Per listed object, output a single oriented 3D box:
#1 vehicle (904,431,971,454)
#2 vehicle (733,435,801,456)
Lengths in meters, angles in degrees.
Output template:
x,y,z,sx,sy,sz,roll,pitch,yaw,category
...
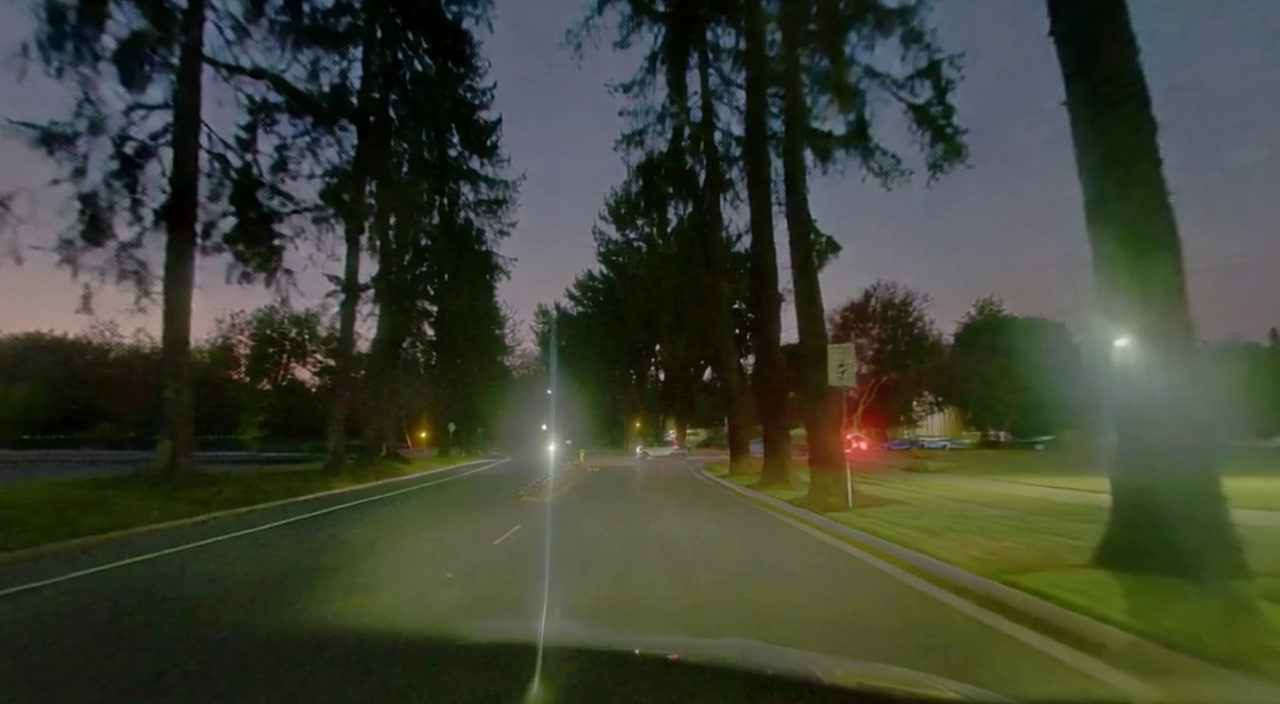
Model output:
x,y,z,sx,sy,sz,roll,pitch,yaw,category
20.925,6.418,44.438,3.830,1.429,1.890,4,-10,-10,vehicle
9.866,7.316,49.331,4.870,1.507,2.073,-1,-8,0,vehicle
